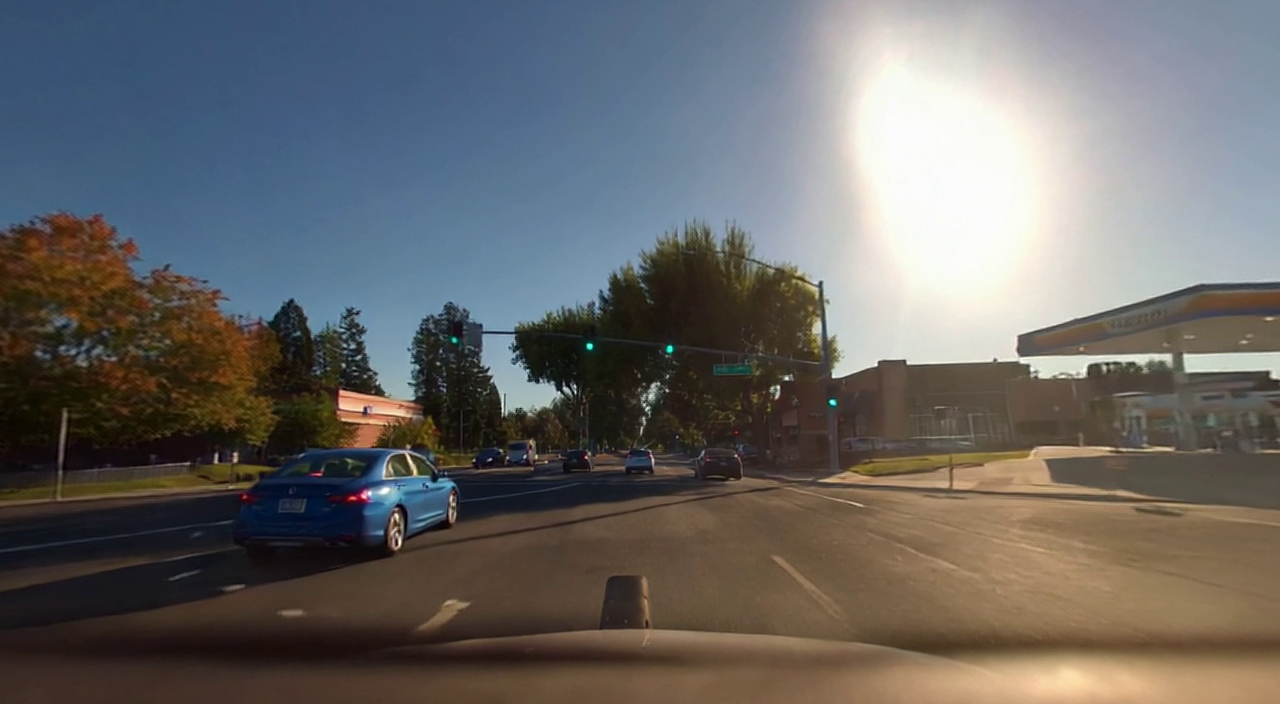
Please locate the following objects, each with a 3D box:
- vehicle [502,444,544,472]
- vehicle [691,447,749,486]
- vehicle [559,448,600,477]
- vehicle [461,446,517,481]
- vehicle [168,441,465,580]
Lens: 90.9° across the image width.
[{"bbox_3d":[-8.475,7.709,46.316,2.370,1.909,5.431,0,-8,-4],"label":"vehicle"},{"bbox_3d":[3.266,4.766,26.504,1.883,1.465,3.975,0,-8,-1],"label":"vehicle"},{"bbox_3d":[-3.330,6.174,35.480,1.841,1.474,4.038,0,-8,1],"label":"vehicle"},{"bbox_3d":[-8.262,6.106,34.919,1.922,1.660,4.332,-3,-8,2],"label":"vehicle"},{"bbox_3d":[-4.105,2.035,9.031,1.803,1.463,4.422,0,-8,2],"label":"vehicle"}]
